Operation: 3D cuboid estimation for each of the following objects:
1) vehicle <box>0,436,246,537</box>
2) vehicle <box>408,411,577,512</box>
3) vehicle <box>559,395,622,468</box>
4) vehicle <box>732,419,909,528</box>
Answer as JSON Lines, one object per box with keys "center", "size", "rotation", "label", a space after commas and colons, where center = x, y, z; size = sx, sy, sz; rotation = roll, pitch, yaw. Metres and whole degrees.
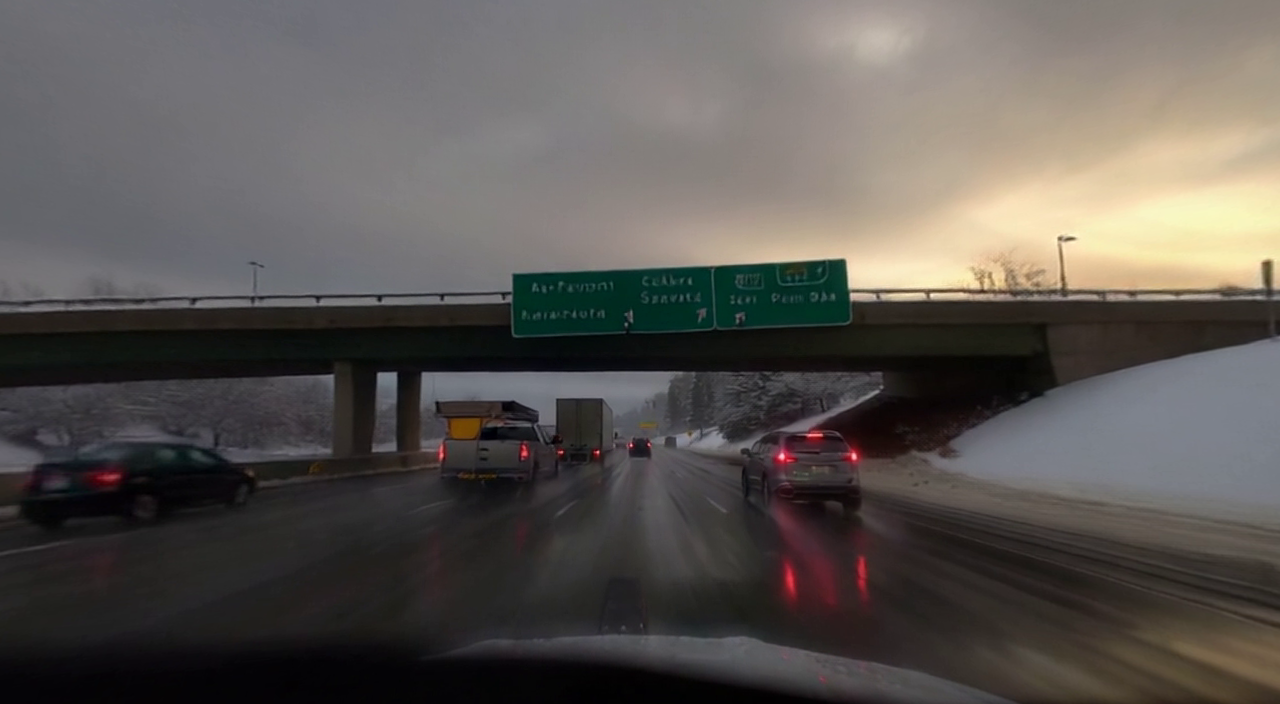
{"center": [-10.078, 2.392, 11.979], "size": [1.981, 1.495, 4.834], "rotation": [0, -8, 1], "label": "vehicle"}
{"center": [-3.334, 2.717, 16.166], "size": [2.645, 2.023, 6.491], "rotation": [0, -8, 1], "label": "vehicle"}
{"center": [-3.039, 5.667, 43.633], "size": [2.869, 4.108, 15.564], "rotation": [0, -8, 1], "label": "vehicle"}
{"center": [3.110, 2.204, 11.965], "size": [2.028, 1.658, 4.334], "rotation": [0, -8, 0], "label": "vehicle"}
